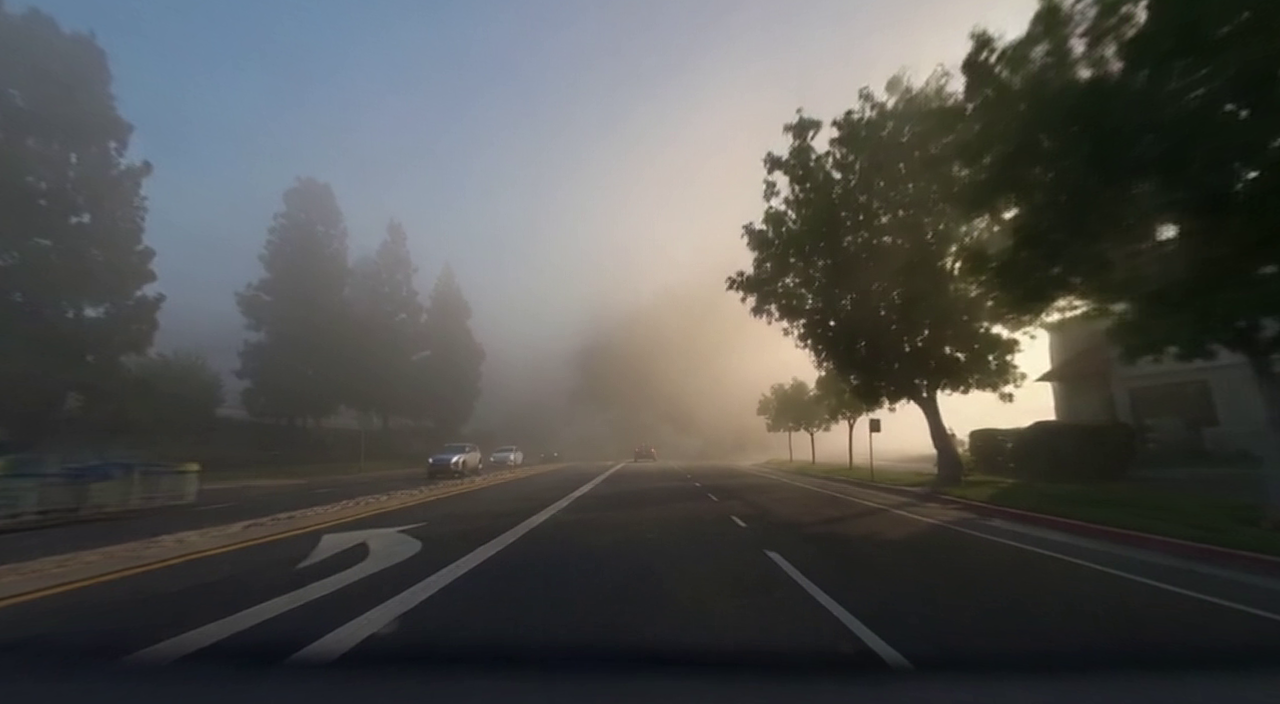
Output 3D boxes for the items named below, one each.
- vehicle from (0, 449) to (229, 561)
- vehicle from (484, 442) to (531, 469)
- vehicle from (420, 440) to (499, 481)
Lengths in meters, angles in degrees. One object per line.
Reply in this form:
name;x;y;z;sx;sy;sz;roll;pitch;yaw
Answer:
vehicle;-9.965;2.482;10.964;2.084;1.517;5.096;-1;-8;2
vehicle;-9.268;7.256;44.479;2.230;1.777;4.797;-1;-8;1
vehicle;-8.500;5.127;30.165;2.250;1.747;4.492;-1;-8;2
